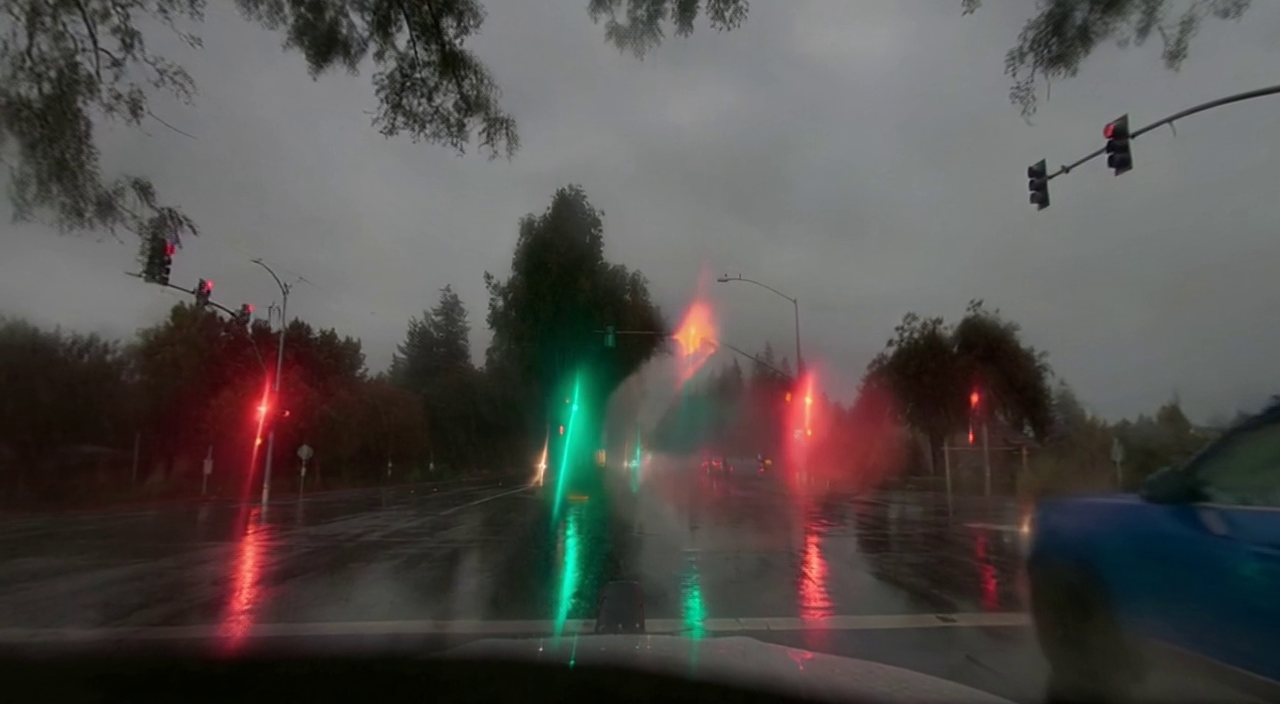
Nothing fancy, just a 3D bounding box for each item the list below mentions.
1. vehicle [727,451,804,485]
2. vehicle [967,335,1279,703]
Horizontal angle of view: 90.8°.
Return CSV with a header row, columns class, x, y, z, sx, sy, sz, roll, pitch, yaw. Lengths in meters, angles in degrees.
class,x,y,z,sx,sy,sz,roll,pitch,yaw
vehicle,8.841,8.237,45.411,2.771,2.214,7.159,2,-9,-12
vehicle,3.222,0.703,1.609,2.140,1.655,4.786,0,-9,-1
